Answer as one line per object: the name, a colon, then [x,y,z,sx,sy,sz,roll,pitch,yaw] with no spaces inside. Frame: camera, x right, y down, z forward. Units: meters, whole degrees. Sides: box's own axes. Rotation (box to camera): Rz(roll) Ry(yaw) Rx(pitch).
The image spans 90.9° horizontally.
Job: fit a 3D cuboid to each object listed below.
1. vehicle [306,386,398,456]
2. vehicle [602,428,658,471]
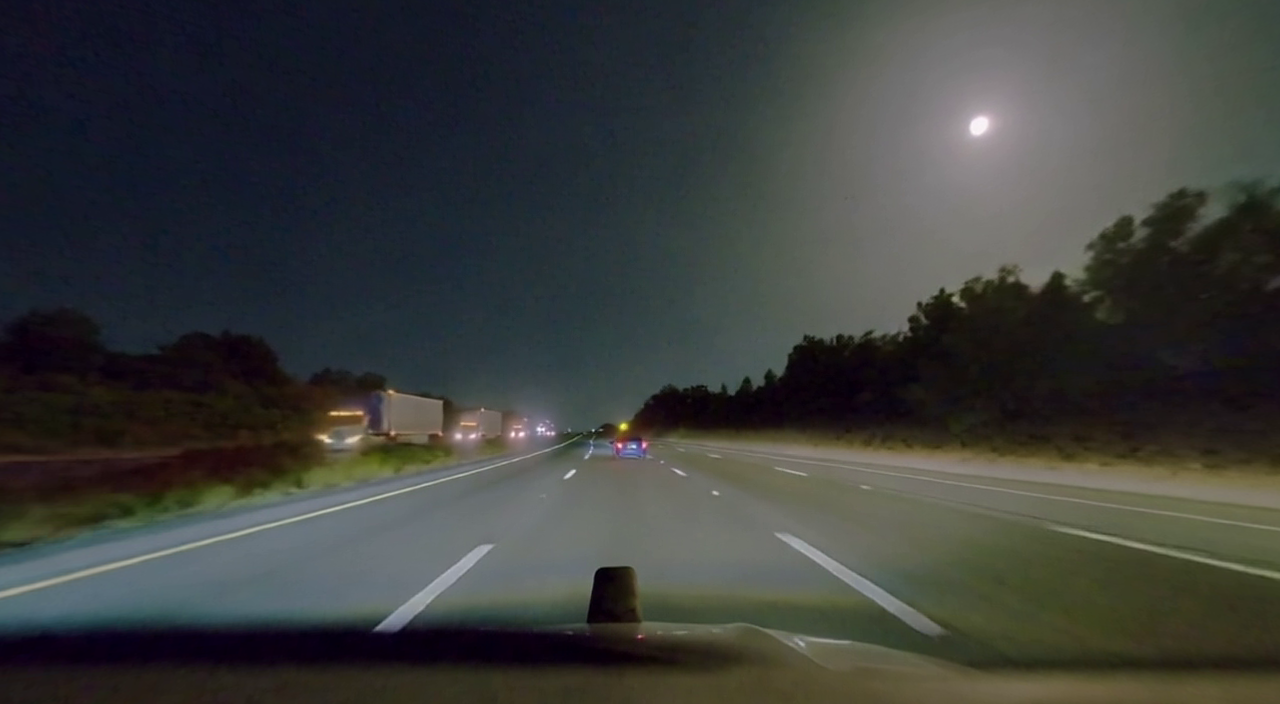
vehicle: [-17.233,4.232,38.213,3.037,3.890,5.820,0,-8,-3]
vehicle: [-0.513,3.972,25.852,1.997,1.589,4.179,0,-8,-5]
